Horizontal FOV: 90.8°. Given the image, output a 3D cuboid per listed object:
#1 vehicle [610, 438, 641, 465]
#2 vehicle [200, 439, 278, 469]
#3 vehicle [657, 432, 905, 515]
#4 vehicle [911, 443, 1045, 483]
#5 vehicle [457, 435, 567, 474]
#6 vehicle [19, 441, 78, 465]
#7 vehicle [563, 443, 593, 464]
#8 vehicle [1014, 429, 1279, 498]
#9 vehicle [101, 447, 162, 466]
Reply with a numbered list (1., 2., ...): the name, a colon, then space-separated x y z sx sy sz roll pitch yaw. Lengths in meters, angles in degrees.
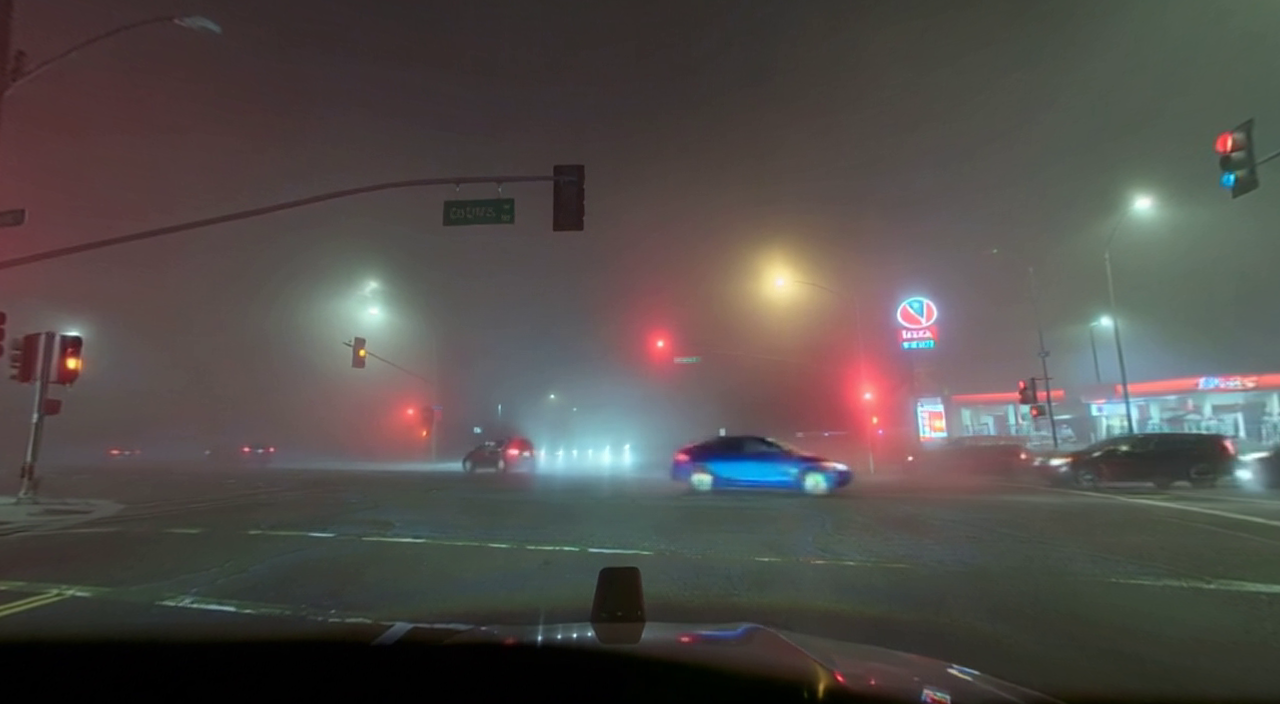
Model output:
1. vehicle: -1.115 7.073 45.151 2.083 1.764 5.011 0 -8 -3
2. vehicle: -24.195 6.119 38.089 4.562 1.676 1.819 -5 -10 27
3. vehicle: 2.891 2.473 13.285 4.670 1.458 1.959 -5 -10 29
4. vehicle: 13.328 4.355 25.026 4.435 1.457 1.766 -6 -10 33
5. vehicle: -5.747 4.569 28.290 4.568 1.643 1.911 -5 -9 26
6. vehicle: -45.806 7.824 48.892 4.311 1.742 1.864 -5 -10 27
7. vehicle: -4.595 7.598 47.320 2.003 1.481 4.091 0 -8 -3
8. vehicle: 12.313 2.747 15.811 4.681 1.495 2.096 -3 -9 21
9. vehicle: -40.112 8.236 49.835 4.801 1.466 1.830 -5 -10 27
